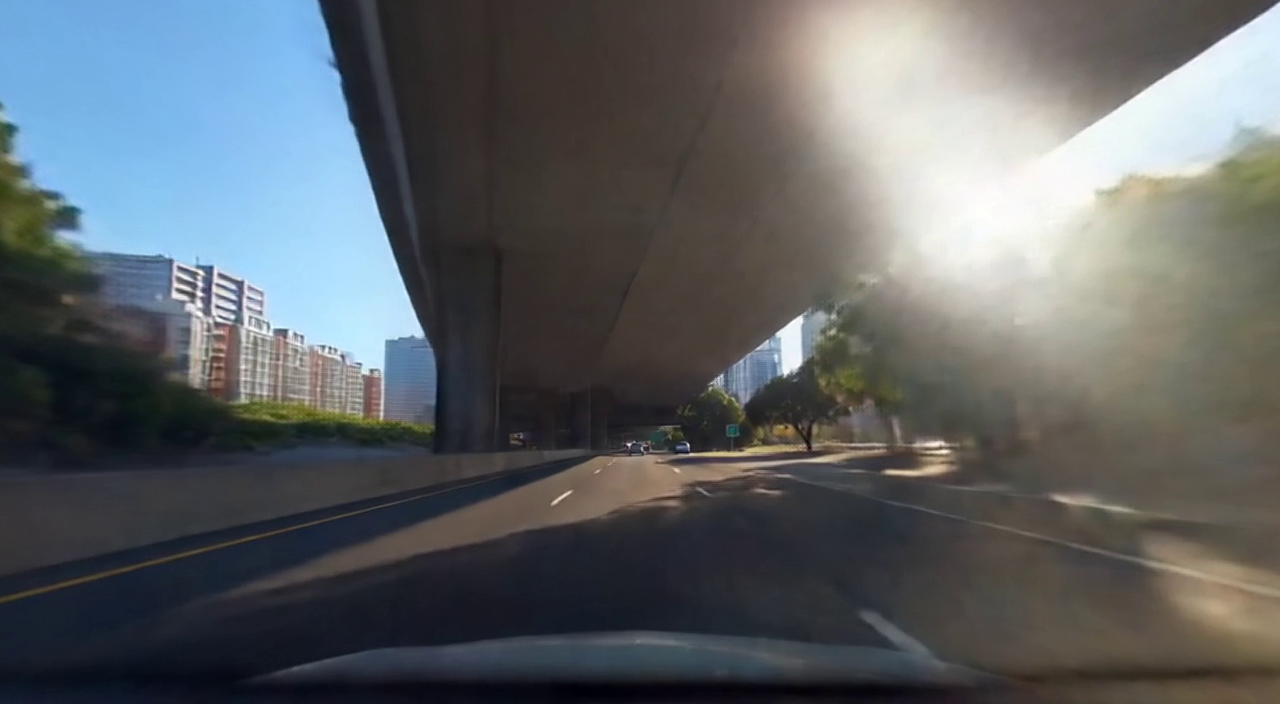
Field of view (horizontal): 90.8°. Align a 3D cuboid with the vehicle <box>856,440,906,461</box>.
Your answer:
[{"bbox_3d":[18.750,7.669,49.373,2.059,1.457,4.537,-1,-8,-1],"label":"vehicle"}]
